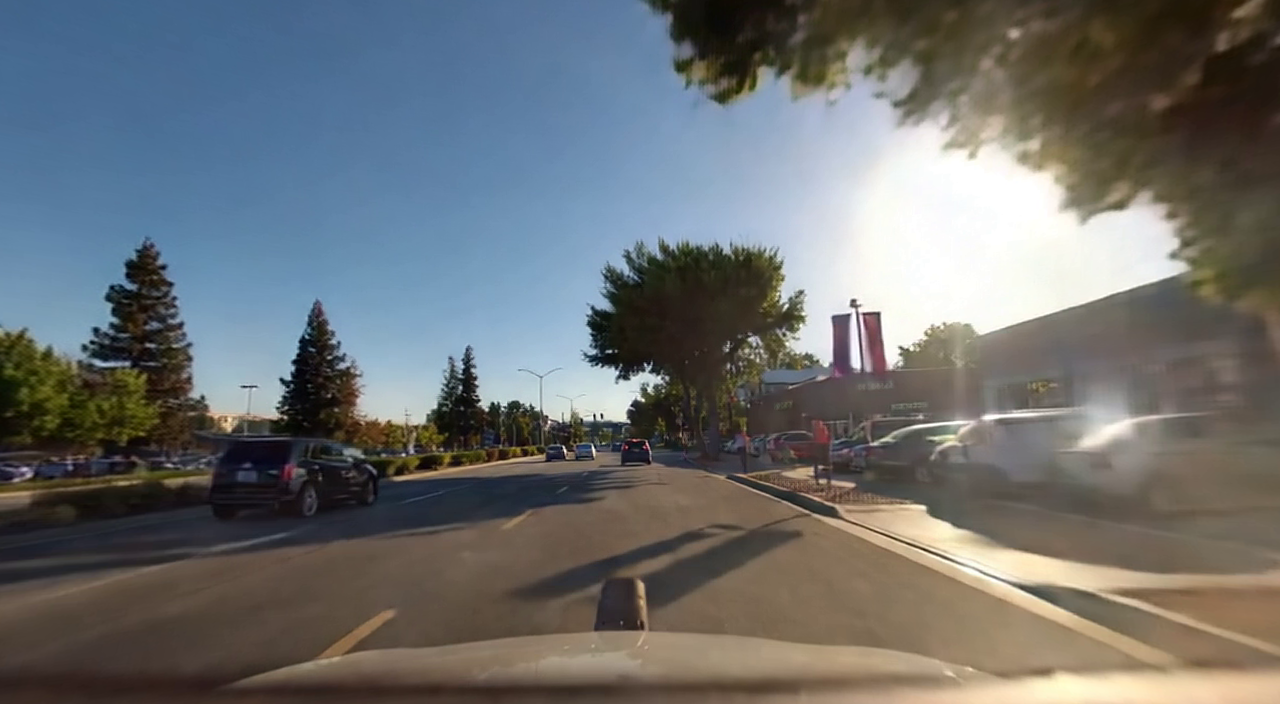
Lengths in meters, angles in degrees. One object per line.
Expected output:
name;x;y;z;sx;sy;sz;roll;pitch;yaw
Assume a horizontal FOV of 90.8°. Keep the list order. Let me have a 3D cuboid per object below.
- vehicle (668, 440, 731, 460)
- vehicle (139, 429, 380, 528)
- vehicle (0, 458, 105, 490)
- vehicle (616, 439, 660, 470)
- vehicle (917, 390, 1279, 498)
vehicle;4.651;7.679;49.467;4.619;1.523;1.873;4;-9;-24
vehicle;-7.358;2.480;12.984;2.038;1.649;4.665;0;-9;0
vehicle;-36.789;7.476;38.957;5.479;1.855;2.167;0;-9;0
vehicle;-0.142;5.096;31.552;2.061;1.469;3.954;0;-9;-2
vehicle;9.273;1.881;13.044;5.976;1.994;2.295;0;-8;0
